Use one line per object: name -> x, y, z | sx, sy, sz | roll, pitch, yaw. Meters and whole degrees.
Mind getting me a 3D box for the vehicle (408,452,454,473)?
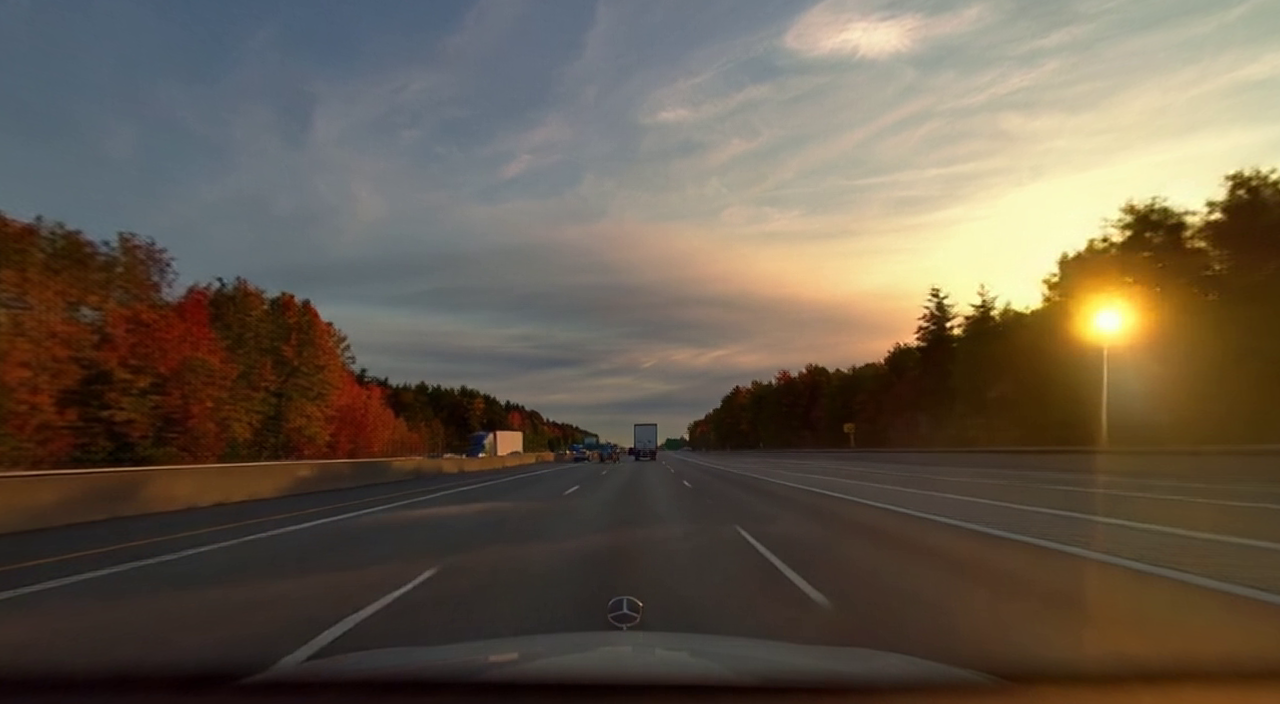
vehicle -> -15.907, 8.409, 48.262 | 1.845, 1.469, 4.318 | -1, -8, 3
